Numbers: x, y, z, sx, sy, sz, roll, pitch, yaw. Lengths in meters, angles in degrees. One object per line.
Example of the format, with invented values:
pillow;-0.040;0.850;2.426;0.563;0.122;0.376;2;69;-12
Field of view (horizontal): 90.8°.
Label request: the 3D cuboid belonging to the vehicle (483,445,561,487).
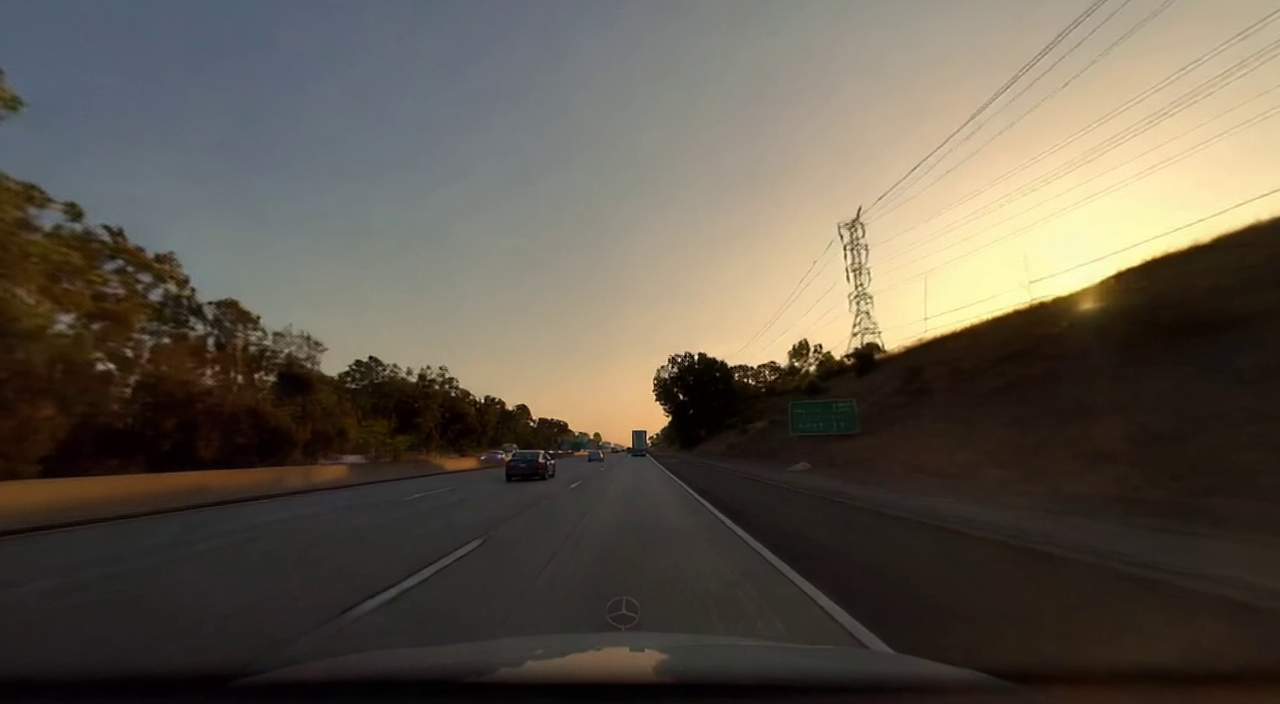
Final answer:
vehicle;-4.421;4.360;24.348;2.106;1.445;4.404;0;-9;0
